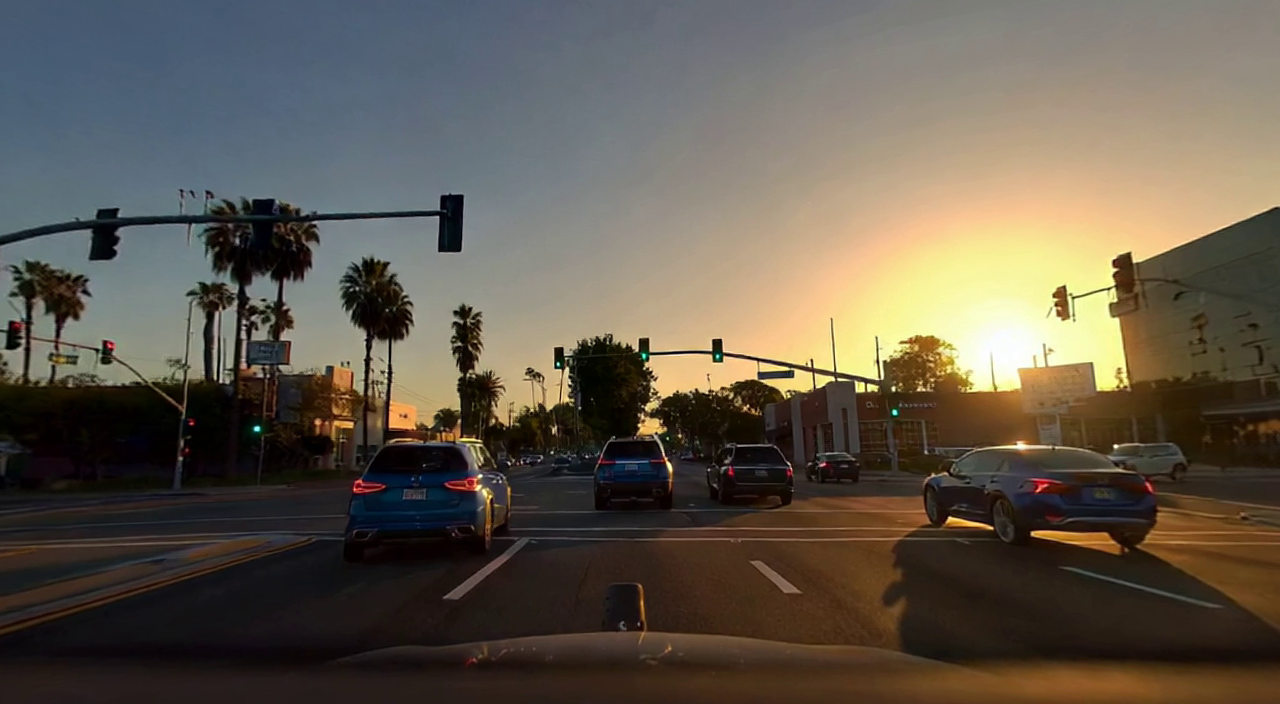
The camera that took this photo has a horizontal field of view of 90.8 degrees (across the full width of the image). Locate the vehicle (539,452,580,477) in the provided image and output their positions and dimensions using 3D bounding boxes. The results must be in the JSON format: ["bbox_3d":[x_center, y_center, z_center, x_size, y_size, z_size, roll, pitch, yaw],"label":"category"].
[{"bbox_3d":[-5.067,7.163,40.317,2.030,1.441,4.324,0,-9,1],"label":"vehicle"}]

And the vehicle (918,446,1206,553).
[{"bbox_3d":[6.793,2.364,10.927,1.944,1.447,4.309,0,-9,-1],"label":"vehicle"}]

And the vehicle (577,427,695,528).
[{"bbox_3d":[-0.134,2.593,13.602,2.151,1.787,4.109,0,-9,-2],"label":"vehicle"}]

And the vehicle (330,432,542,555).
[{"bbox_3d":[-3.129,2.272,10.897,2.201,1.644,4.465,0,-9,-1],"label":"vehicle"}]

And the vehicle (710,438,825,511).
[{"bbox_3d":[3.274,3.232,17.204,2.112,1.710,4.234,0,-9,-2],"label":"vehicle"}]
